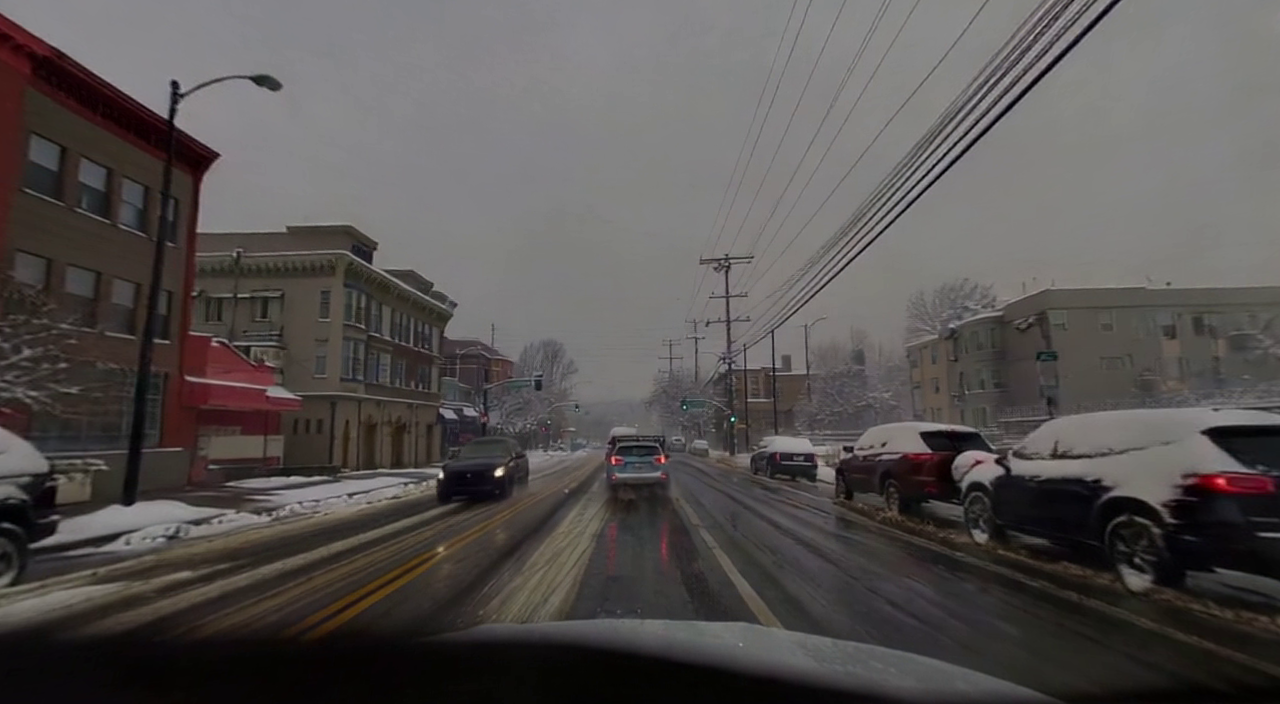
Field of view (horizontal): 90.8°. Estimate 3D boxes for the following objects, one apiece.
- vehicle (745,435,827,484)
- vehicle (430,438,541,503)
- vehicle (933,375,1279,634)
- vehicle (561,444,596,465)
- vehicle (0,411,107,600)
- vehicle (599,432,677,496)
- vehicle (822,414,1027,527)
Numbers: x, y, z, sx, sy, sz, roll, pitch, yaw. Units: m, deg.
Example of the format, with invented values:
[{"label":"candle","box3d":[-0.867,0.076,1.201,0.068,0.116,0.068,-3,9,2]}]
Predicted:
[{"label":"vehicle","box3d":[6.235,4.672,27.799,2.197,1.917,5.637,0,-8,0]},{"label":"vehicle","box3d":[-4.055,3.176,17.373,1.968,1.524,4.304,0,-8,-1]},{"label":"vehicle","box3d":[6.198,1.633,7.821,2.203,2.052,5.975,0,-8,-1]},{"label":"vehicle","box3d":[-4.576,7.670,47.596,2.181,1.500,4.319,0,-8,0]},{"label":"vehicle","box3d":[-7.359,1.314,4.759,2.095,1.847,5.290,0,-8,-1]},{"label":"vehicle","box3d":[-0.050,3.164,18.162,1.980,1.635,3.795,0,-8,0]},{"label":"vehicle","box3d":[6.151,2.633,14.685,2.208,2.106,5.496,0,-9,0]}]
